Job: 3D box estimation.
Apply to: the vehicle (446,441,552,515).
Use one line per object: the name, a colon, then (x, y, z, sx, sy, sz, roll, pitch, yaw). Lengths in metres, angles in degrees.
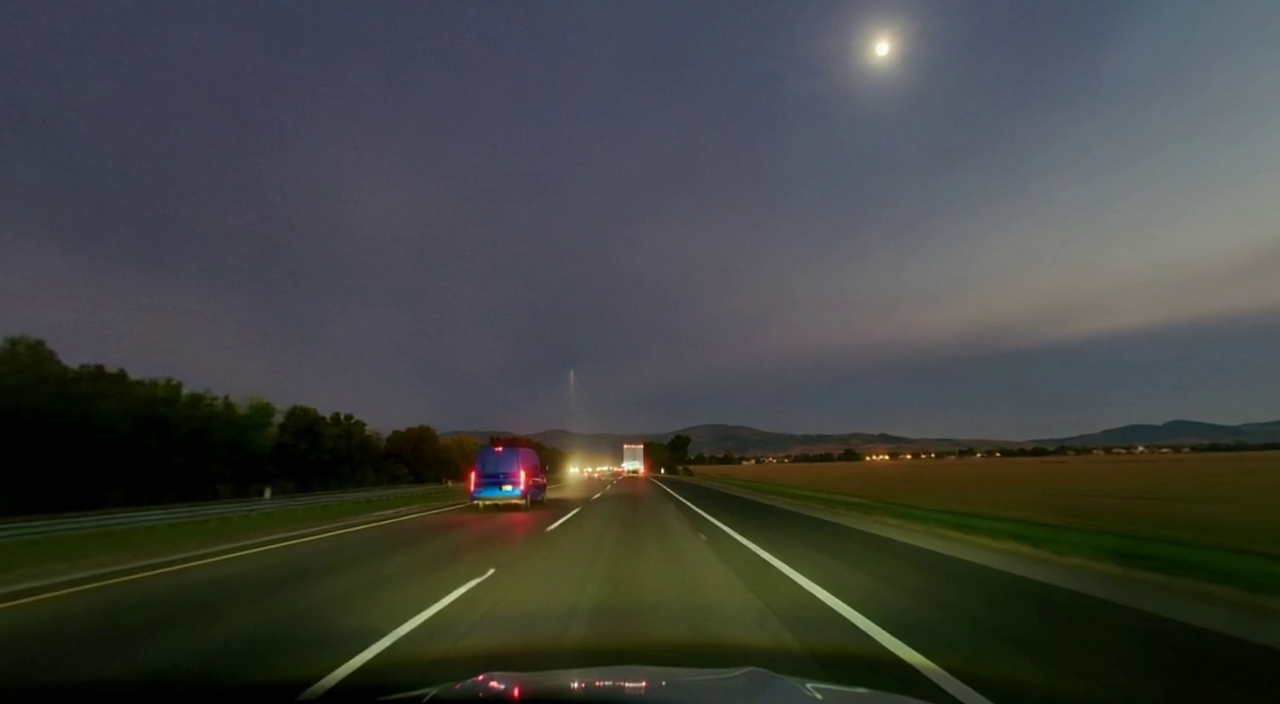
vehicle: (-4.203, 3.907, 19.762, 2.208, 1.973, 4.716, 1, -10, 0)
